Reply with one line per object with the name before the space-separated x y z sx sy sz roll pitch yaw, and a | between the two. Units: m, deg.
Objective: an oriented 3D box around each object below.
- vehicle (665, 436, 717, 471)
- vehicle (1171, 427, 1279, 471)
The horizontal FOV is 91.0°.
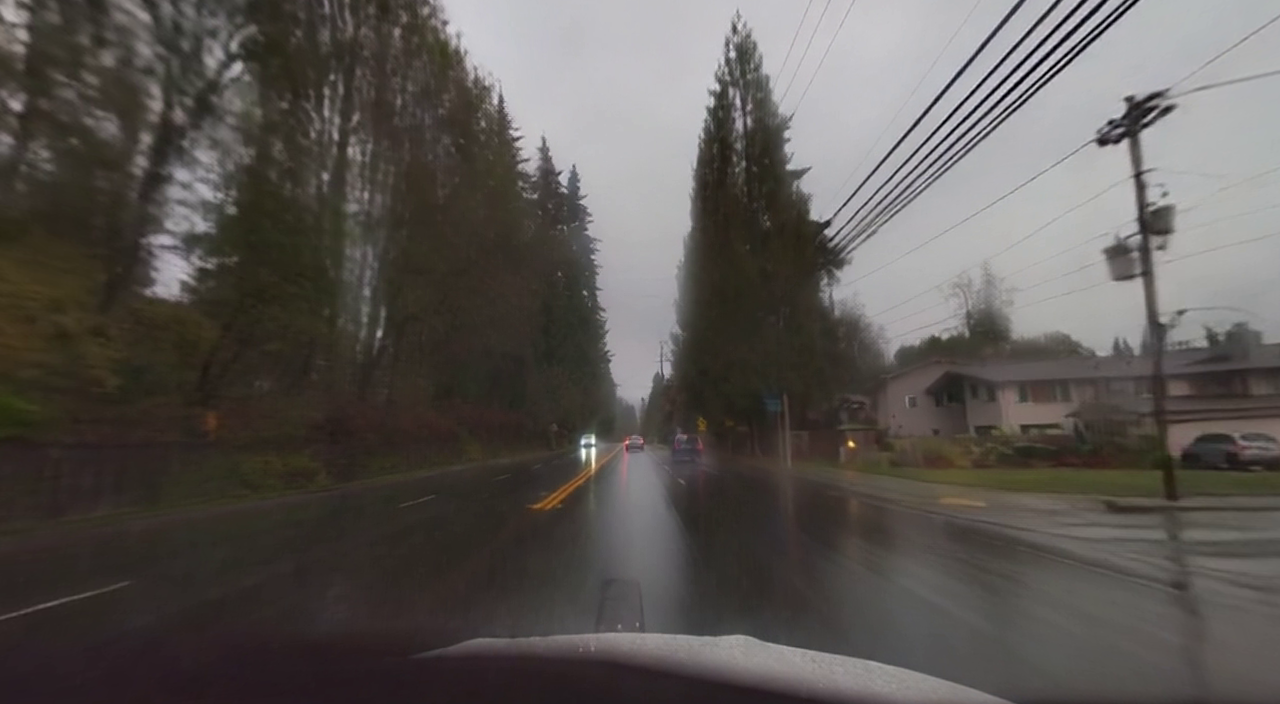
vehicle | 2.228 4.548 28.362 1.975 1.497 3.647 0 -8 -1
vehicle | 22.282 3.595 23.405 1.851 1.458 3.709 0 -8 1
